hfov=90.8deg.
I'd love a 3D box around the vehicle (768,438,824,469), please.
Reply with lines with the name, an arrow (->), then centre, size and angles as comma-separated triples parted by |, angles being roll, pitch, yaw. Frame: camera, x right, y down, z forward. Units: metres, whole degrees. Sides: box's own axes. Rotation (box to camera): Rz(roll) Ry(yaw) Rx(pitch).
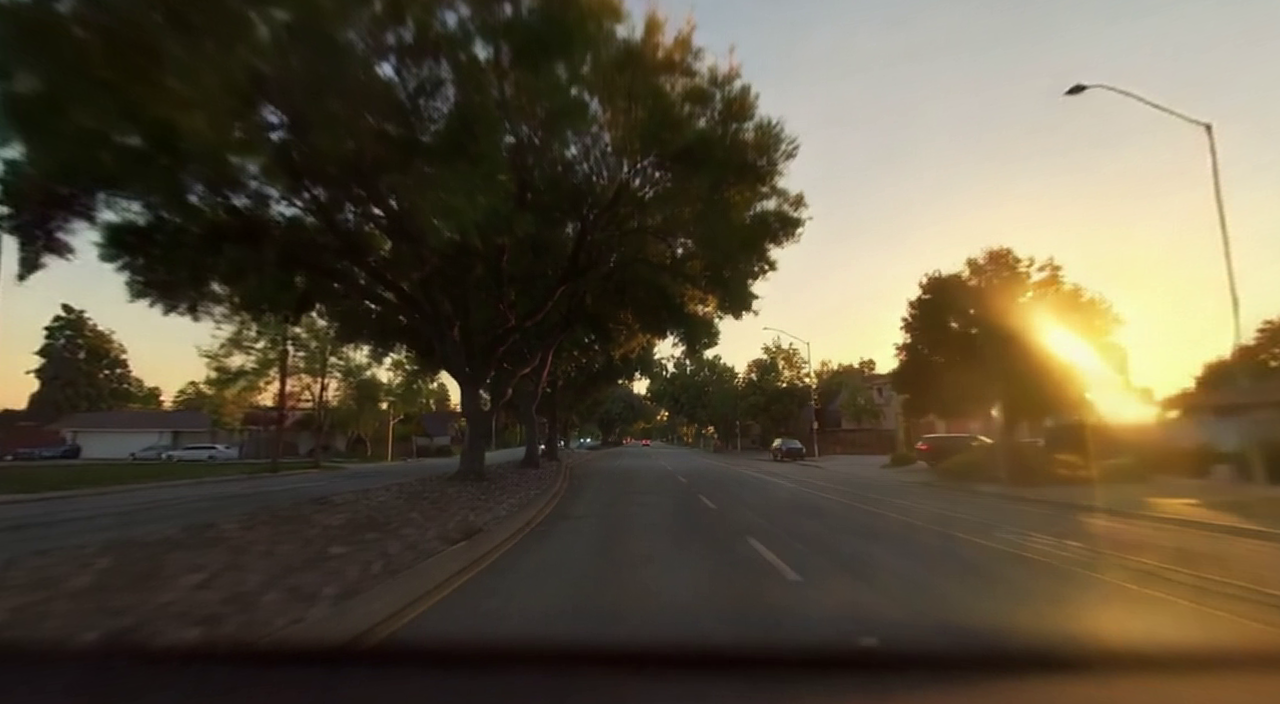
vehicle -> 9.410, 6.164, 38.534 | 2.096, 1.703, 4.583 | 1, -9, -2

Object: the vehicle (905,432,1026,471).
vehicle -> 15.507, 4.759, 30.324 | 4.605, 1.779, 2.135 | 0, -9, 0
